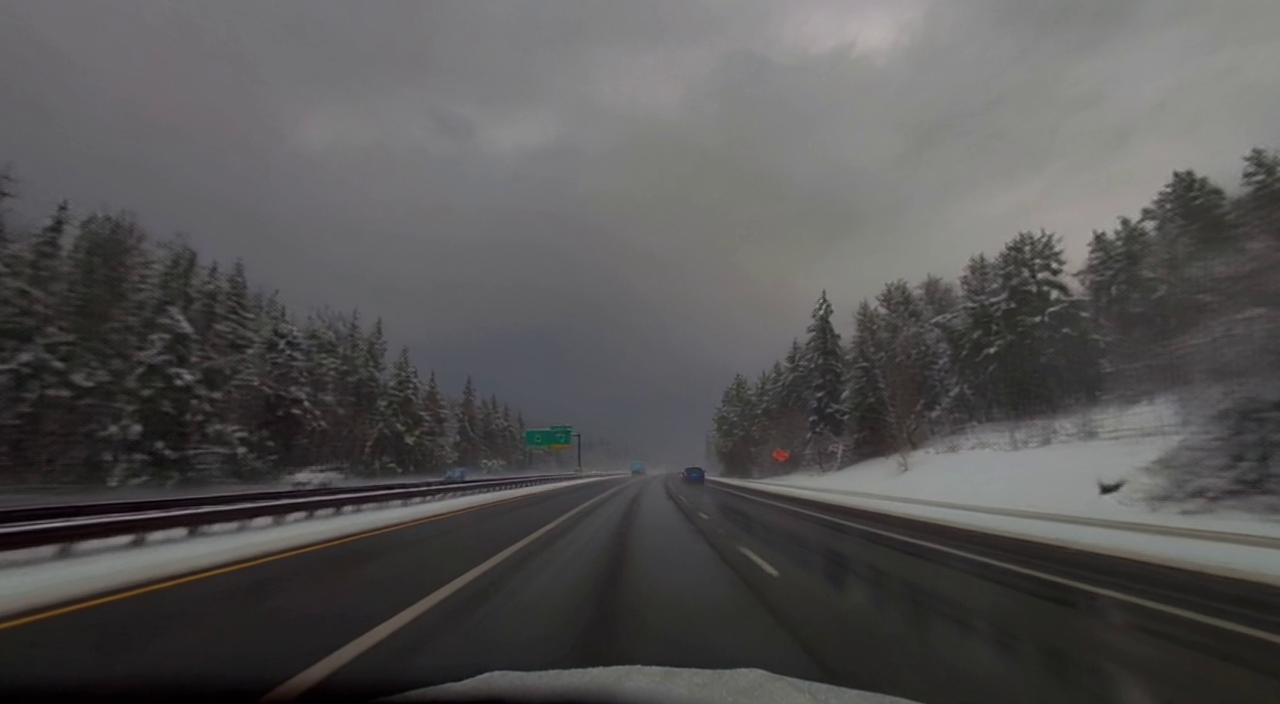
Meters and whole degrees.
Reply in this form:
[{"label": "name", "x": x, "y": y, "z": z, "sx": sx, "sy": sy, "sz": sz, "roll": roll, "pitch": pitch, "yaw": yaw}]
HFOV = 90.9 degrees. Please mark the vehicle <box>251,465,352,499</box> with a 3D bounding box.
[{"label": "vehicle", "x": -16.434, "y": 6.321, "z": 30.961, "sx": 1.944, "sy": 1.485, "sz": 5.189, "roll": 0, "pitch": -10, "yaw": 2}]
